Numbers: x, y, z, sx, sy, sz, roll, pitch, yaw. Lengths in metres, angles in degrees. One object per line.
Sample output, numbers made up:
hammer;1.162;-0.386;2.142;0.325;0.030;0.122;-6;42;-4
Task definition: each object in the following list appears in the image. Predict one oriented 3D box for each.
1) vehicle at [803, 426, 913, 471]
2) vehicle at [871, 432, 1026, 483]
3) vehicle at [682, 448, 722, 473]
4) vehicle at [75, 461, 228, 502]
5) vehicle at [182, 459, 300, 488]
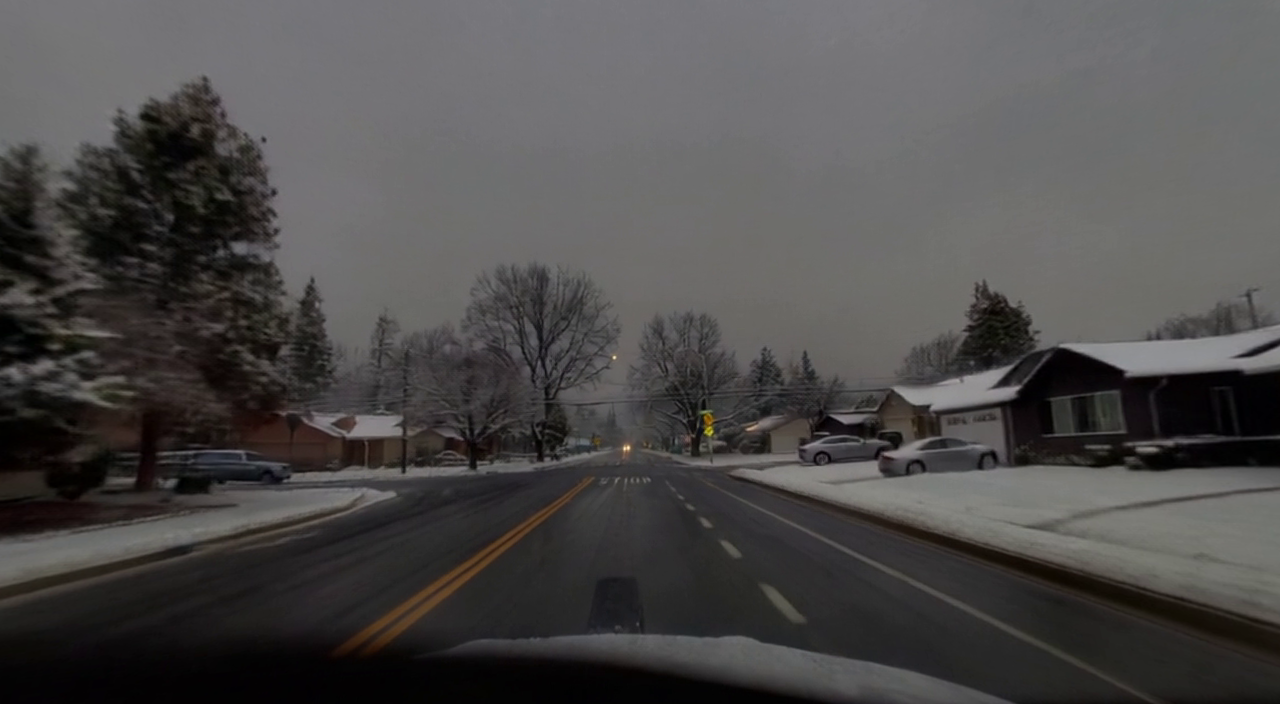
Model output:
vehicle;10.810;4.828;31.624;4.459;1.696;2.361;-6;-9;-2
vehicle;10.978;3.783;22.722;4.493;1.493;1.926;-3;-9;-4
vehicle;3.784;6.673;39.130;1.940;1.470;4.101;0;-9;-1
vehicle;-18.983;5.025;24.689;4.440;1.445;1.919;-1;-9;3
vehicle;-21.651;6.595;34.447;5.074;1.511;1.978;0;-9;-1
